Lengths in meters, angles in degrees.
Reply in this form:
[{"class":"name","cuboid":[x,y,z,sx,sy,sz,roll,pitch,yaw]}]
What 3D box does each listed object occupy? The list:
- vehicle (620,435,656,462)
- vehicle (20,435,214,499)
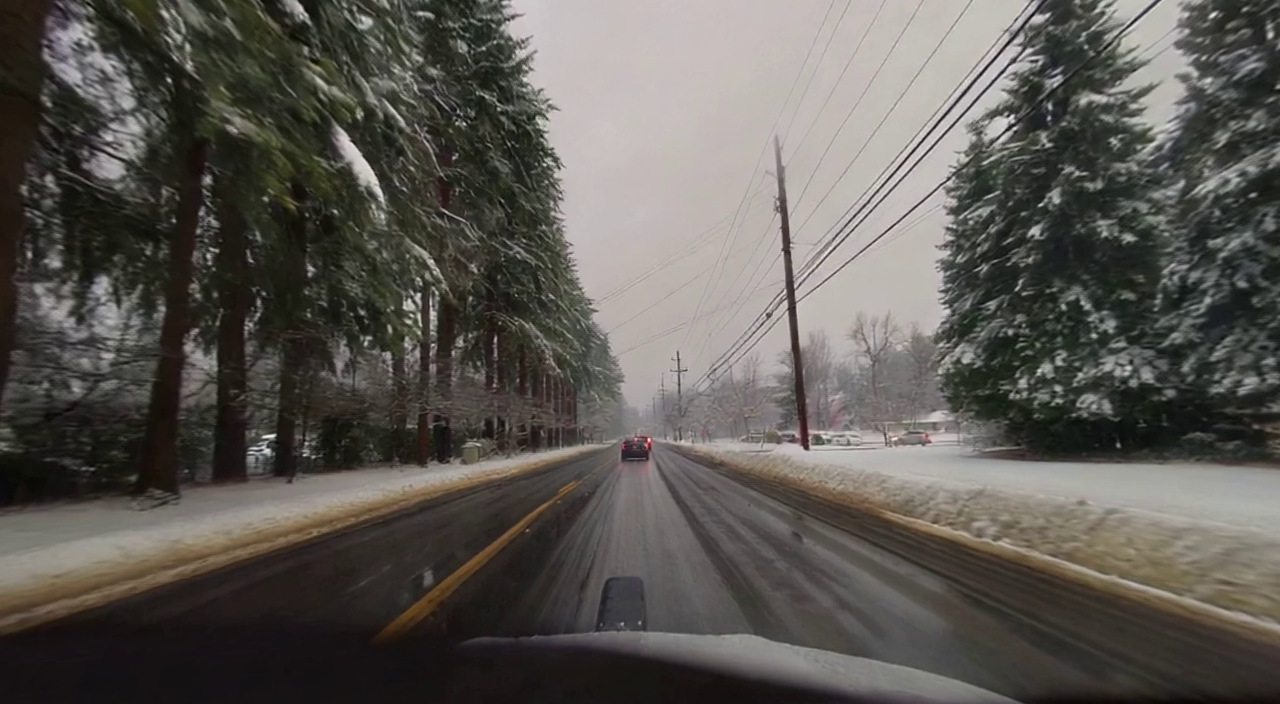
[{"class":"vehicle","cuboid":[-0.124,5.569,36.372,1.991,1.463,3.988,0,-8,0]},{"class":"vehicle","cuboid":[-15.896,3.493,19.493,2.163,1.738,4.393,0,-8,0]}]
